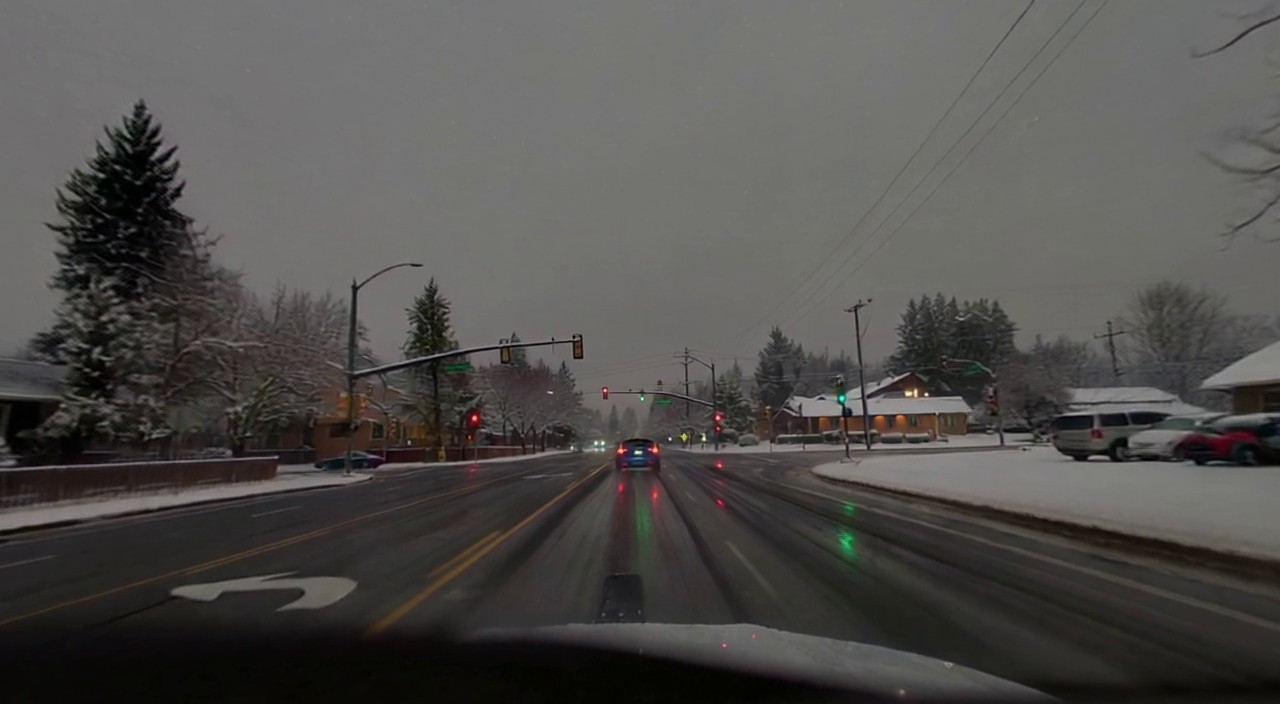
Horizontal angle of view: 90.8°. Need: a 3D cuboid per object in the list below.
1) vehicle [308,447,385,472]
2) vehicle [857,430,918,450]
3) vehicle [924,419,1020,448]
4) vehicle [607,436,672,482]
[{"bbox_3d":[-20.974,7.714,45.288,4.588,1.703,1.879,0,-9,1],"label":"vehicle"},{"bbox_3d":[18.841,6.743,48.212,3.949,1.505,1.766,0,-9,1],"label":"vehicle"},{"bbox_3d":[25.410,6.293,48.516,6.041,1.900,2.349,-1,-9,-6],"label":"vehicle"},{"bbox_3d":[-0.006,3.753,22.461,2.104,1.462,3.991,0,-9,0],"label":"vehicle"}]
